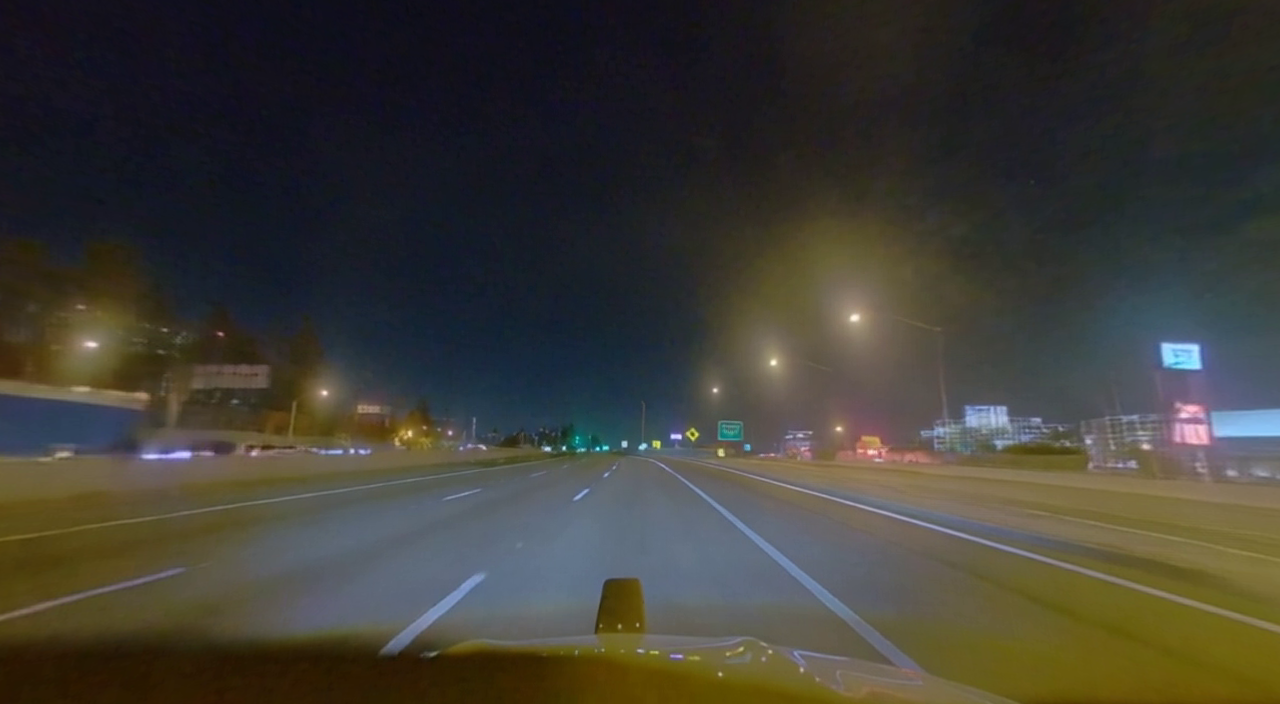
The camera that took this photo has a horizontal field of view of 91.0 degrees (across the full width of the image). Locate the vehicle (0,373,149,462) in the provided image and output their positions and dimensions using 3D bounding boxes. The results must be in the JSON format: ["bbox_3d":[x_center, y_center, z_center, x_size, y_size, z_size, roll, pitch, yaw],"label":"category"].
[{"bbox_3d":[-26.550,2.706,25.706,3.068,3.410,12.339,1,-8,0],"label":"vehicle"}]

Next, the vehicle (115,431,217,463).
[{"bbox_3d":[-26.569,5.355,35.577,1.977,1.692,4.807,1,-8,0],"label":"vehicle"}]
